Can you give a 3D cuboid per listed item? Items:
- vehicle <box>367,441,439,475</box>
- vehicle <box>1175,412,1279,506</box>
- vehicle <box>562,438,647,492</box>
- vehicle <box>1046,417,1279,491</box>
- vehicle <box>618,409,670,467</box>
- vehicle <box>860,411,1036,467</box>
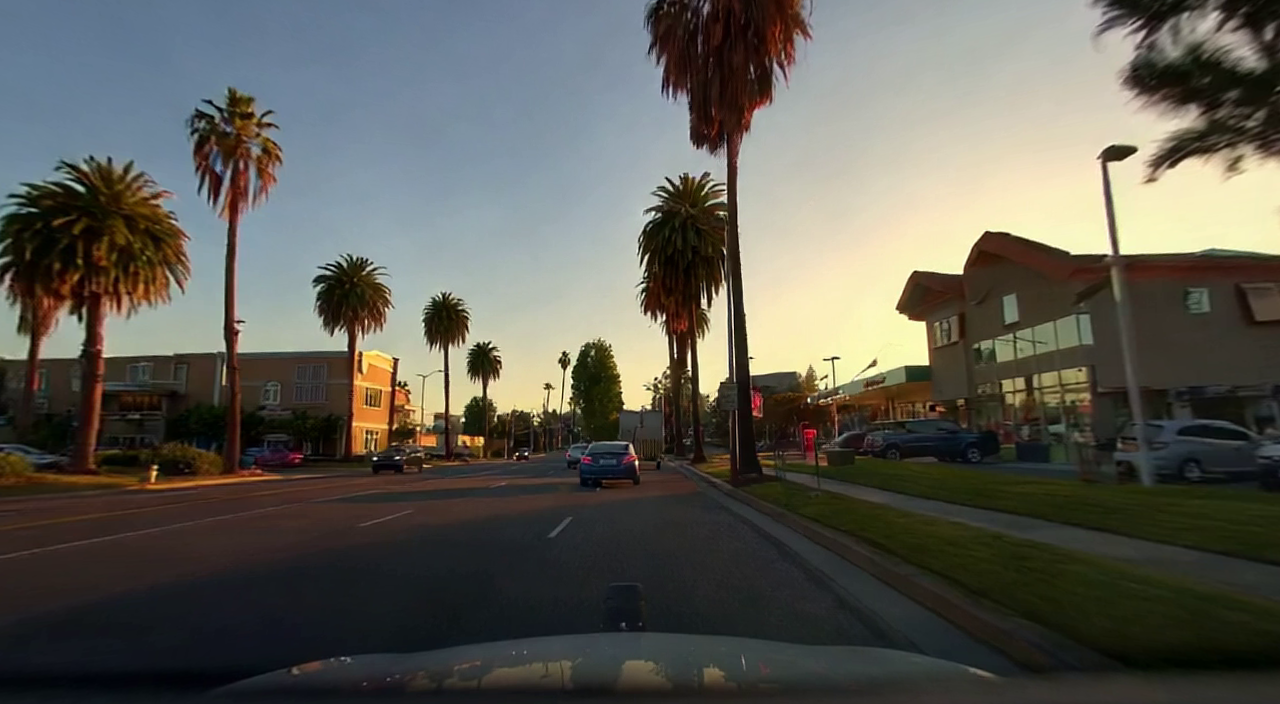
[{"bbox_3d":[-12.140,5.435,32.444,1.895,1.592,4.305,0,-9,2],"label":"vehicle"},{"bbox_3d":[12.379,1.825,10.774,4.586,1.464,1.954,0,-9,-1],"label":"vehicle"},{"bbox_3d":[-0.951,3.479,19.680,2.145,1.483,4.453,0,-9,4],"label":"vehicle"},{"bbox_3d":[11.756,2.213,13.686,4.474,1.486,1.897,0,-9,-2],"label":"vehicle"},{"bbox_3d":[0.262,5.762,41.689,3.100,3.468,8.108,0,-9,0],"label":"vehicle"},{"bbox_3d":[12.406,3.559,25.569,5.968,2.162,2.319,1,-9,-5],"label":"vehicle"}]
